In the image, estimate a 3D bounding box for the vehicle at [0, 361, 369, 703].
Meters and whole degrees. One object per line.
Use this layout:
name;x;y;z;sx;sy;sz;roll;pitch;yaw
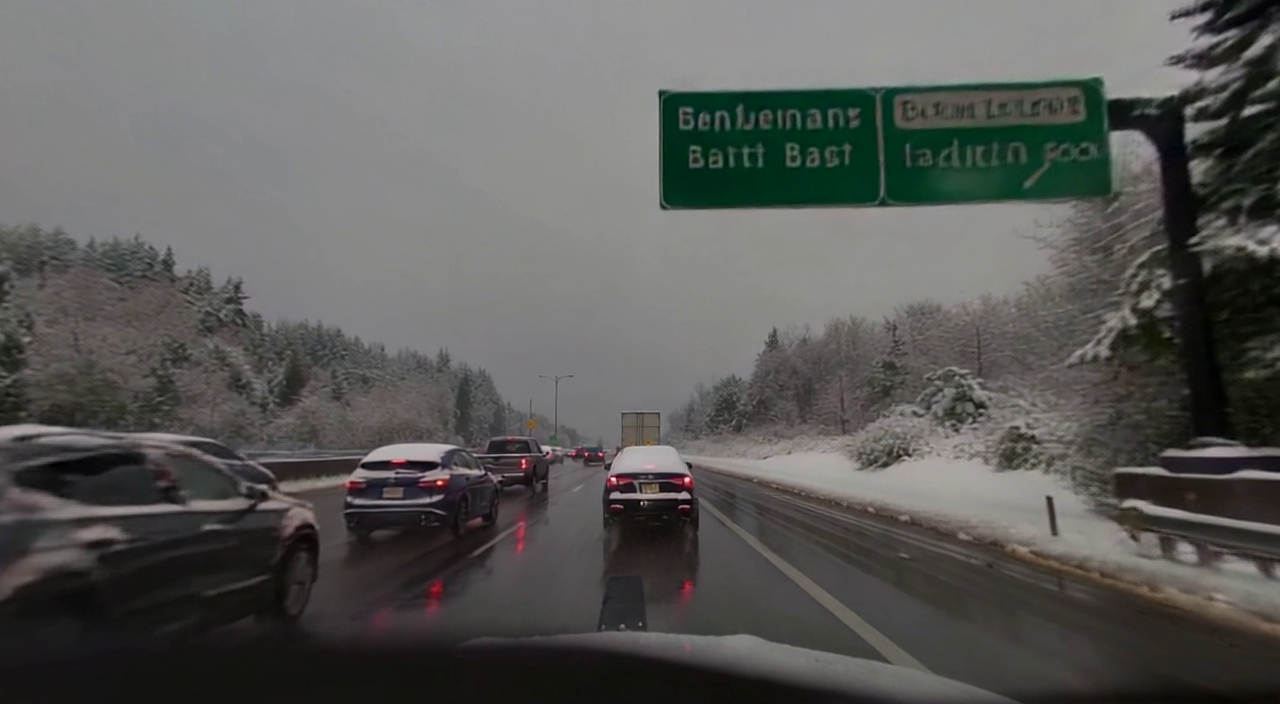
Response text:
vehicle;-3.649;1.057;3.716;2.165;1.638;4.317;0;-9;0

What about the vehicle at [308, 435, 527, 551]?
vehicle;-3.328;2.201;10.508;1.980;1.491;4.340;0;-9;1

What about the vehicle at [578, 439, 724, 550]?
vehicle;0.161;2.229;10.395;1.995;1.495;3.380;0;-9;0
